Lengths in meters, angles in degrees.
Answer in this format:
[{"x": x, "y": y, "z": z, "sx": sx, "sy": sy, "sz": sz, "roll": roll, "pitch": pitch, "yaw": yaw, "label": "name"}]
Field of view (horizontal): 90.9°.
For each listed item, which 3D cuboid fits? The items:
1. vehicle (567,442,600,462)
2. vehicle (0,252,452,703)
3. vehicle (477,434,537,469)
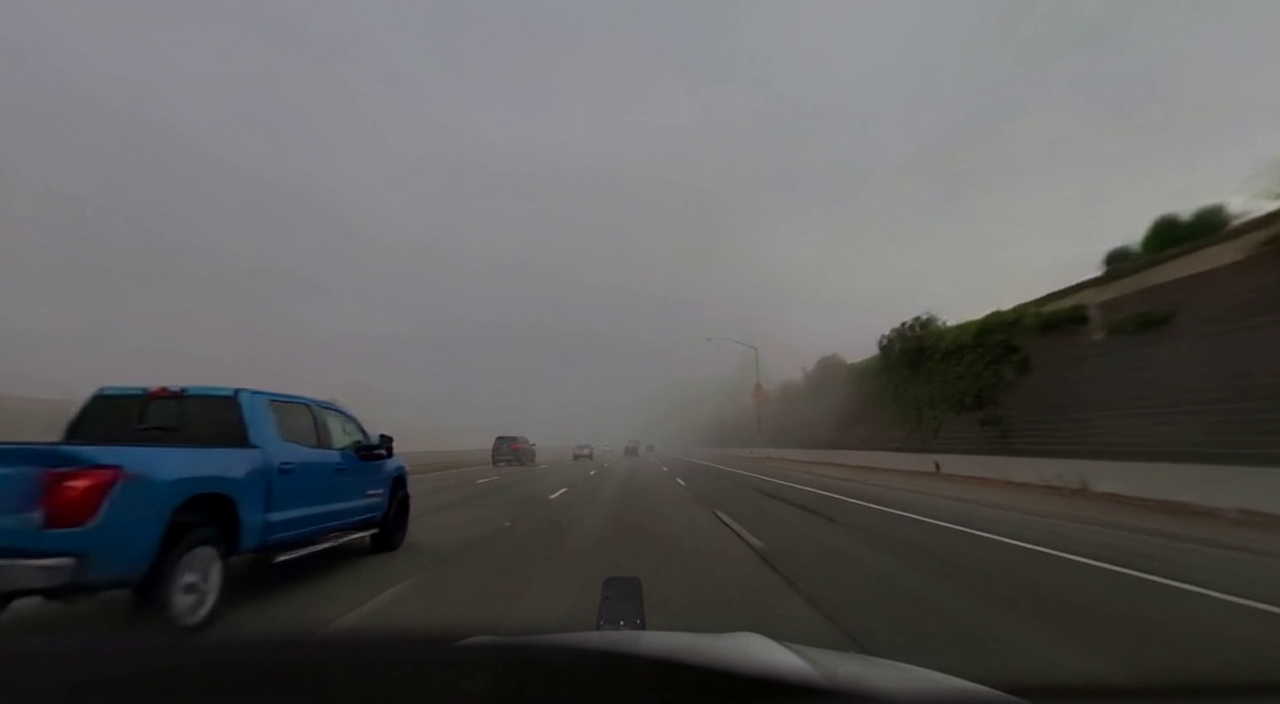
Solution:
[{"x": -4.259, "y": 7.654, "z": 48.260, "sx": 2.106, "sy": 1.452, "sz": 4.525, "roll": 0, "pitch": -8, "yaw": 0, "label": "vehicle"}, {"x": -4.024, "y": 1.096, "z": 5.735, "sx": 2.604, "sy": 2.170, "sz": 6.271, "roll": 0, "pitch": -8, "yaw": 1, "label": "vehicle"}, {"x": -8.011, "y": 6.064, "z": 38.732, "sx": 2.351, "sy": 1.922, "sz": 6.335, "roll": 0, "pitch": -8, "yaw": 0, "label": "vehicle"}]
